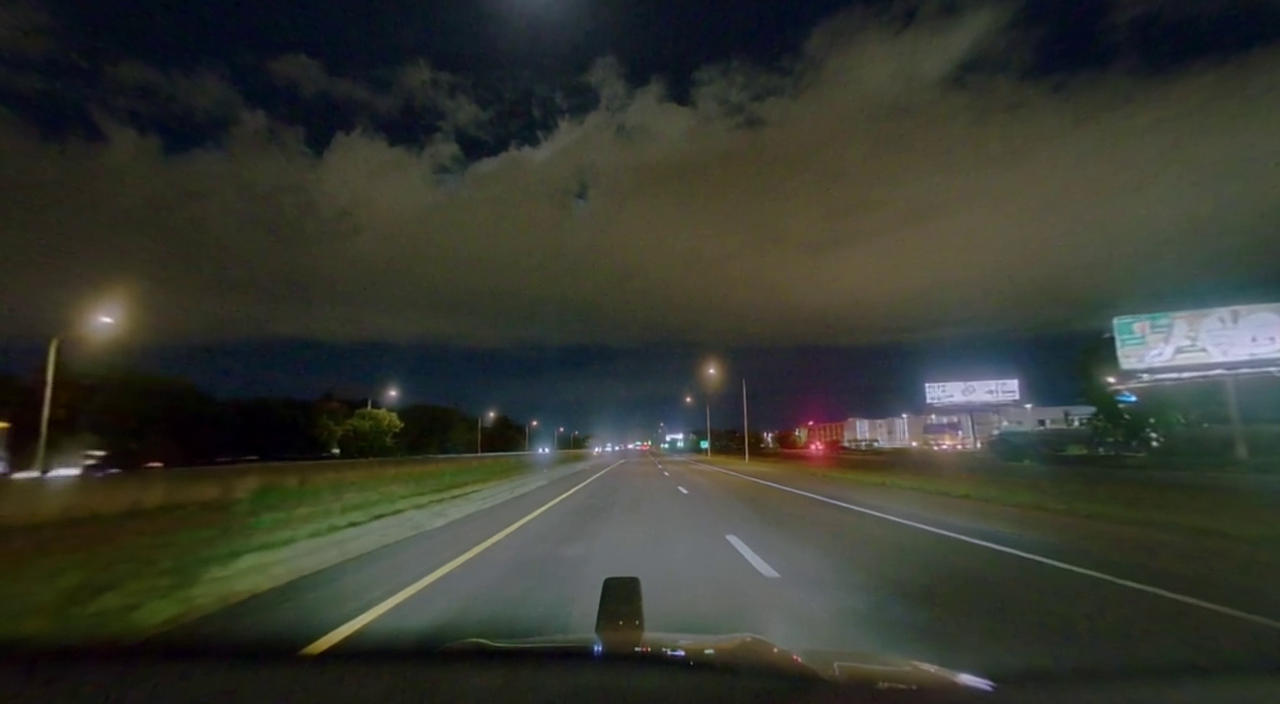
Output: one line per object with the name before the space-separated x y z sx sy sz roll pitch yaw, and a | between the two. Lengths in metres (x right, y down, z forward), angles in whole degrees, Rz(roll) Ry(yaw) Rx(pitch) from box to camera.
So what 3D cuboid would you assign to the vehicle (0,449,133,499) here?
vehicle | -21.515 4.436 23.286 1.882 1.601 4.242 -1 -9 1
